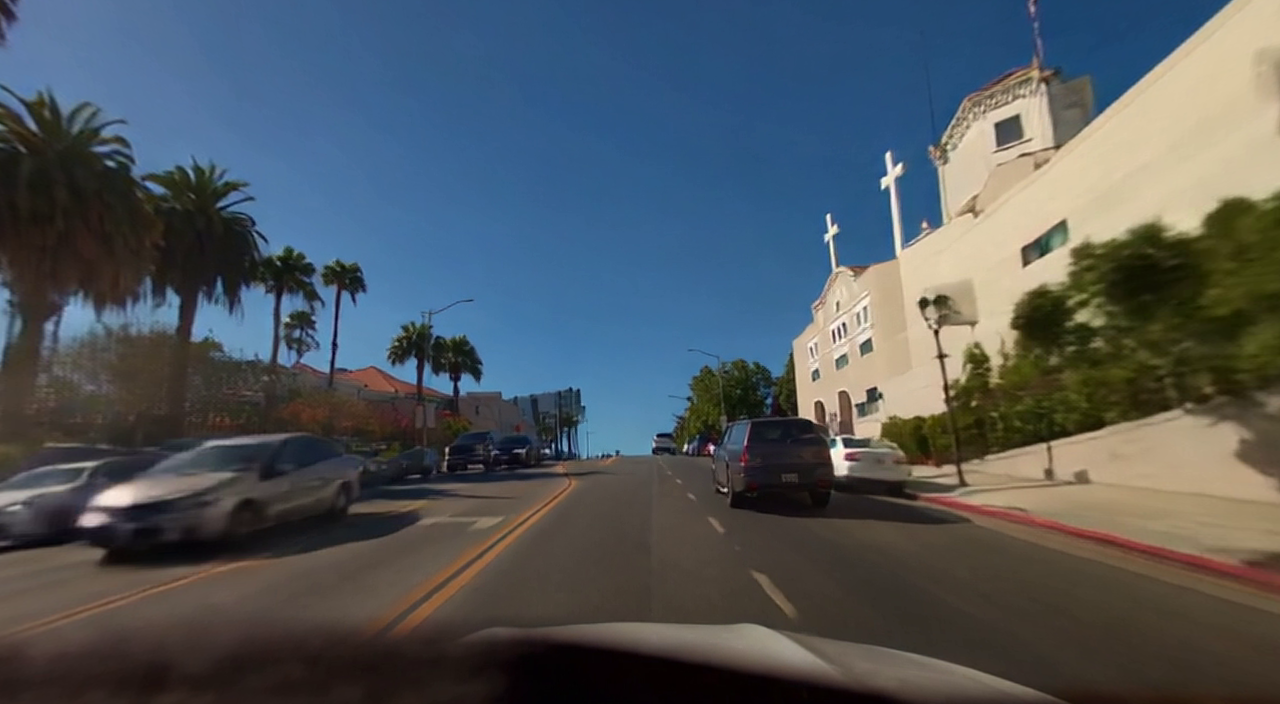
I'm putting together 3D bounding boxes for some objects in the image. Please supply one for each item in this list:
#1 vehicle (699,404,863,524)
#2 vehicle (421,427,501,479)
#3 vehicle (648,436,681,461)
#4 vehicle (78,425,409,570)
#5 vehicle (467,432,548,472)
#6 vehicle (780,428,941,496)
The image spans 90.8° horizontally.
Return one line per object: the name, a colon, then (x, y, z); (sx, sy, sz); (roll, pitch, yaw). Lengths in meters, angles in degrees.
vehicle: (2.414, 2.108, 12.130); (1.995, 1.858, 4.333); (0, -9, -2)
vehicle: (-8.465, 4.871, 30.375); (2.100, 2.227, 5.094); (-1, -9, 3)
vehicle: (1.778, 6.938, 45.379); (2.196, 1.655, 3.939); (-1, -9, 3)
vehicle: (-5.568, 2.106, 9.851); (2.171, 1.676, 4.523); (-1, -9, 1)
vehicle: (-5.318, 4.141, 26.098); (2.153, 1.469, 4.939); (-1, -9, 2)
vehicle: (5.276, 2.764, 16.061); (2.166, 1.399, 5.177); (-1, -9, -1)
